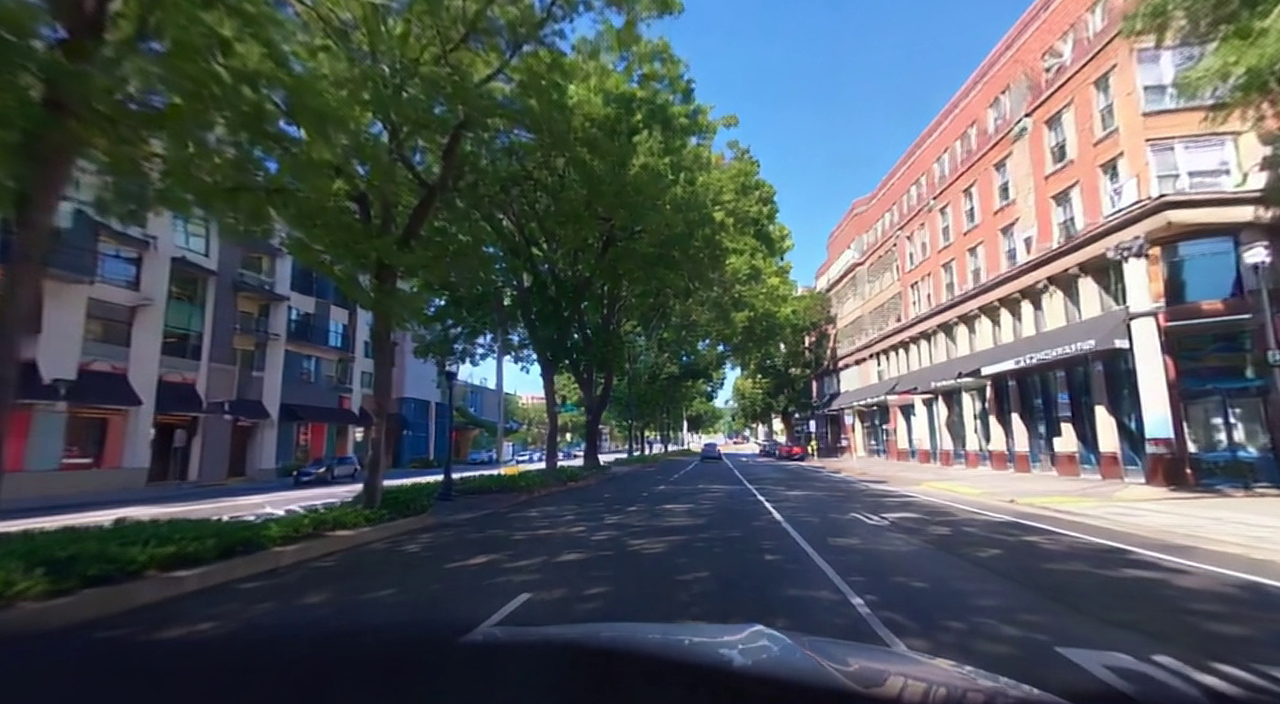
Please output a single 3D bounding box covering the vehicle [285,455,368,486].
[{"bbox_3d":[-16.888,6.404,34.335,1.840,1.440,4.442,-3,-9,7],"label":"vehicle"}]
